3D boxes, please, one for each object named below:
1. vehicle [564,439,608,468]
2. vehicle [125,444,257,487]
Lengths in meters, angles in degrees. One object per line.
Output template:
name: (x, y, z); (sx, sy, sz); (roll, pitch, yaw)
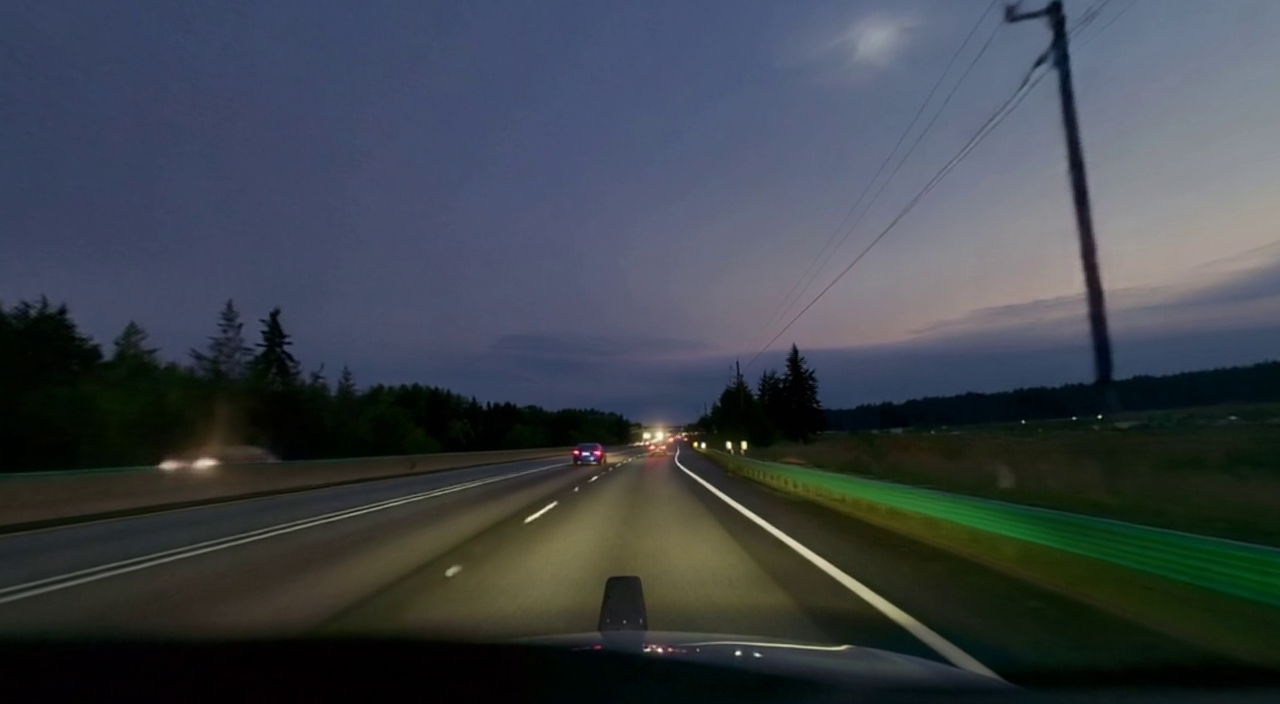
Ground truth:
vehicle: (-2.988, 5.736, 35.785); (2.021, 1.515, 4.453); (0, -8, 2)
vehicle: (-16.123, 4.065, 22.877); (1.986, 1.424, 3.739); (0, -8, 1)
